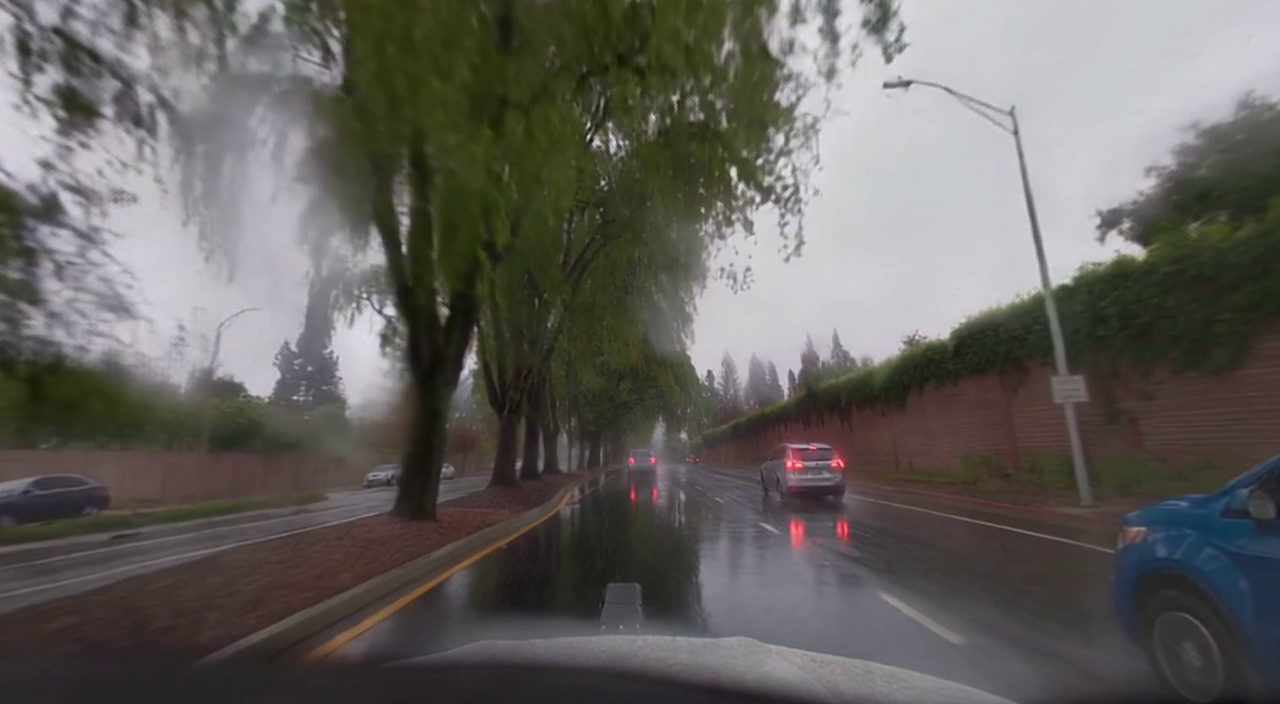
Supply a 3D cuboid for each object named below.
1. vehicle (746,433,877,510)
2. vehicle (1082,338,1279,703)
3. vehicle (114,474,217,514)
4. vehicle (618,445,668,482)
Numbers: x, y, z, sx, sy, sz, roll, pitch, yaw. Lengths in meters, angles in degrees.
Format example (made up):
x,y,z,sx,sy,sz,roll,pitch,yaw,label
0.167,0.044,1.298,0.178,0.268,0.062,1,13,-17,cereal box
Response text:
x,y,z,sx,sy,sz,roll,pitch,yaw,label
4.374,3.109,17.002,2.155,1.752,4.456,0,-8,-1,vehicle
4.044,0.606,1.385,2.470,1.751,5.015,-1,-8,0,vehicle
-21.631,6.452,29.008,1.752,1.464,3.975,0,-8,-2,vehicle
0.149,5.633,32.218,2.391,1.739,3.837,-1,-8,0,vehicle
